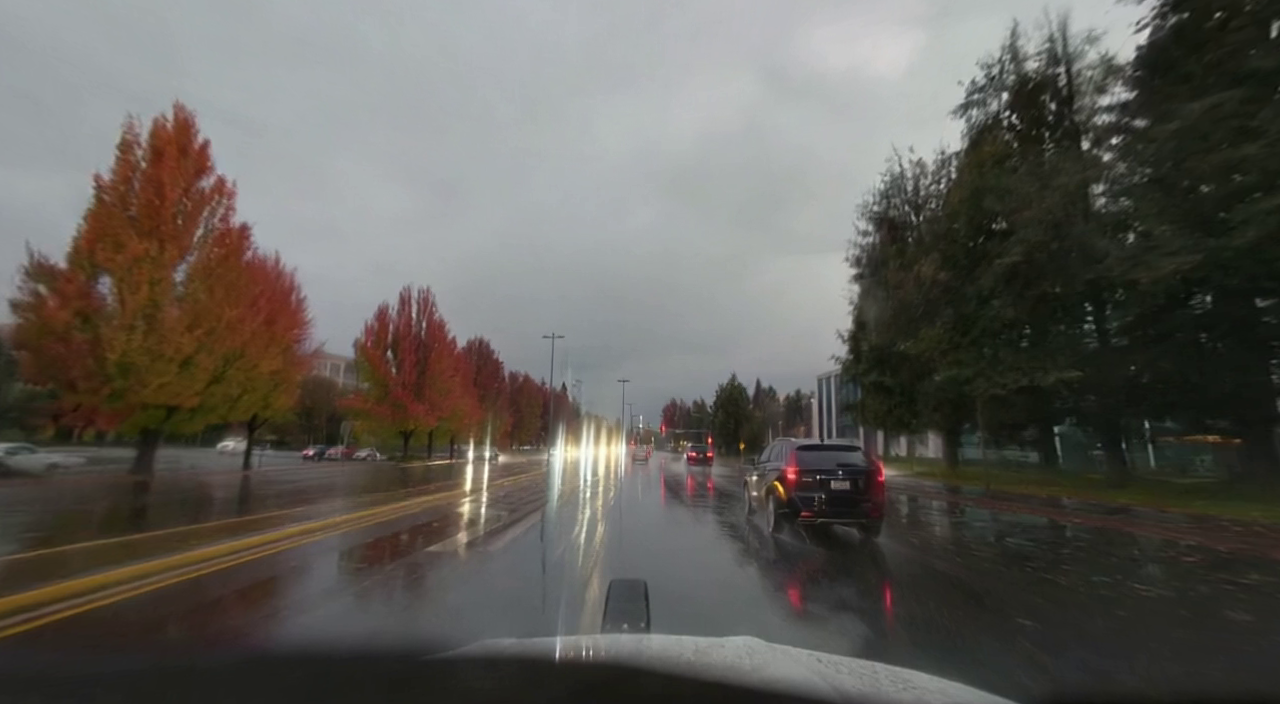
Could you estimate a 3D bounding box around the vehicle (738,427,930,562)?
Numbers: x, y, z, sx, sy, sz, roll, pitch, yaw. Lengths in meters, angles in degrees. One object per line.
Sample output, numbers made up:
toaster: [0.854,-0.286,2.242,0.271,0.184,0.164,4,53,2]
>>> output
vehicle: [2.835,2.126,10.156,1.901,1.634,3.896,3,-8,1]

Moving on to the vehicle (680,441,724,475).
vehicle: [3.737,6.468,38.766,2.154,1.844,4.634,2,-8,-1]

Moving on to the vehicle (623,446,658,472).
vehicle: [0.022,6.494,38.578,1.991,1.477,3.814,0,-8,0]
